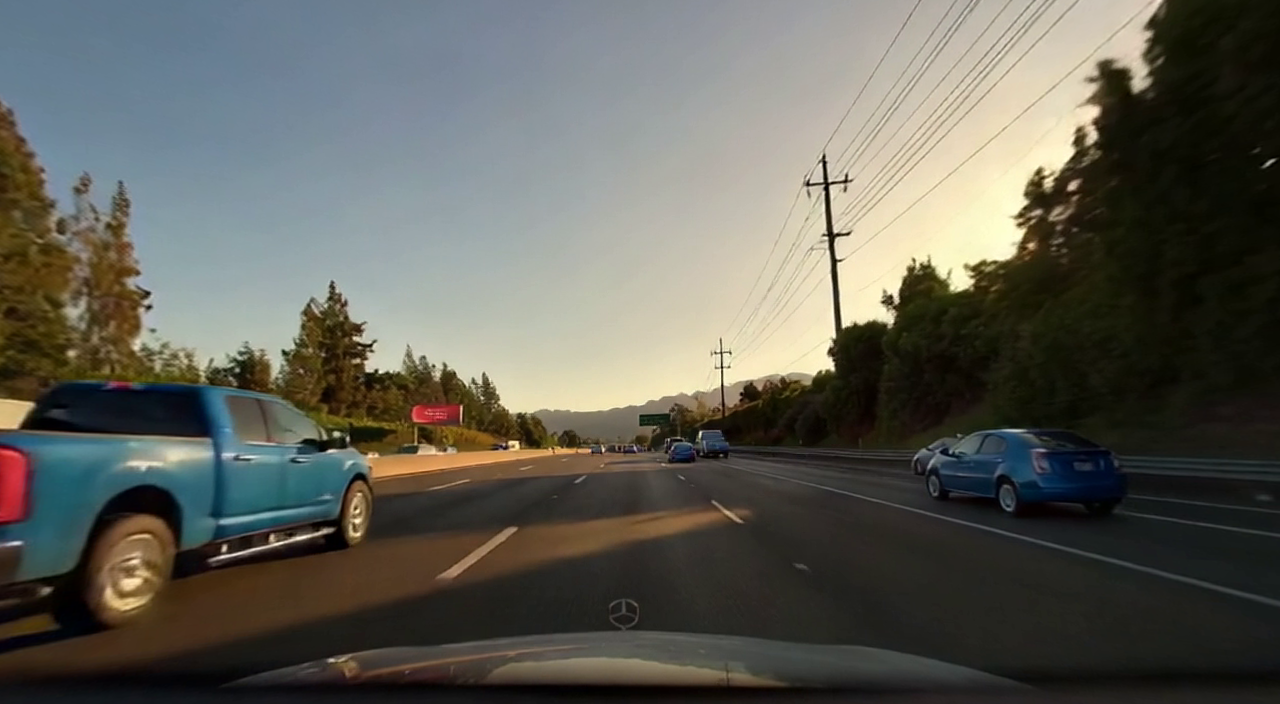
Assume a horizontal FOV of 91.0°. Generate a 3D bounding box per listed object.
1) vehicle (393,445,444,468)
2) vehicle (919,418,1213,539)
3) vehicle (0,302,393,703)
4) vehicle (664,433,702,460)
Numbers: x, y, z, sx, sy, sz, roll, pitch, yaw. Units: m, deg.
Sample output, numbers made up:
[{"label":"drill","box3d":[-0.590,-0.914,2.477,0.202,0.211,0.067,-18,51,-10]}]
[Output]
[{"label":"vehicle","box3d":[-14.790,6.960,42.229,1.857,1.461,4.195,0,-8,1]},{"label":"vehicle","box3d":[6.872,2.067,10.935,1.976,1.646,4.370,0,-8,-1]},{"label":"vehicle","box3d":[-4.485,1.033,4.976,2.508,2.023,6.176,0,-8,0]},{"label":"vehicle","box3d":[3.329,7.458,49.616,2.484,2.024,5.265,0,-8,-1]}]
